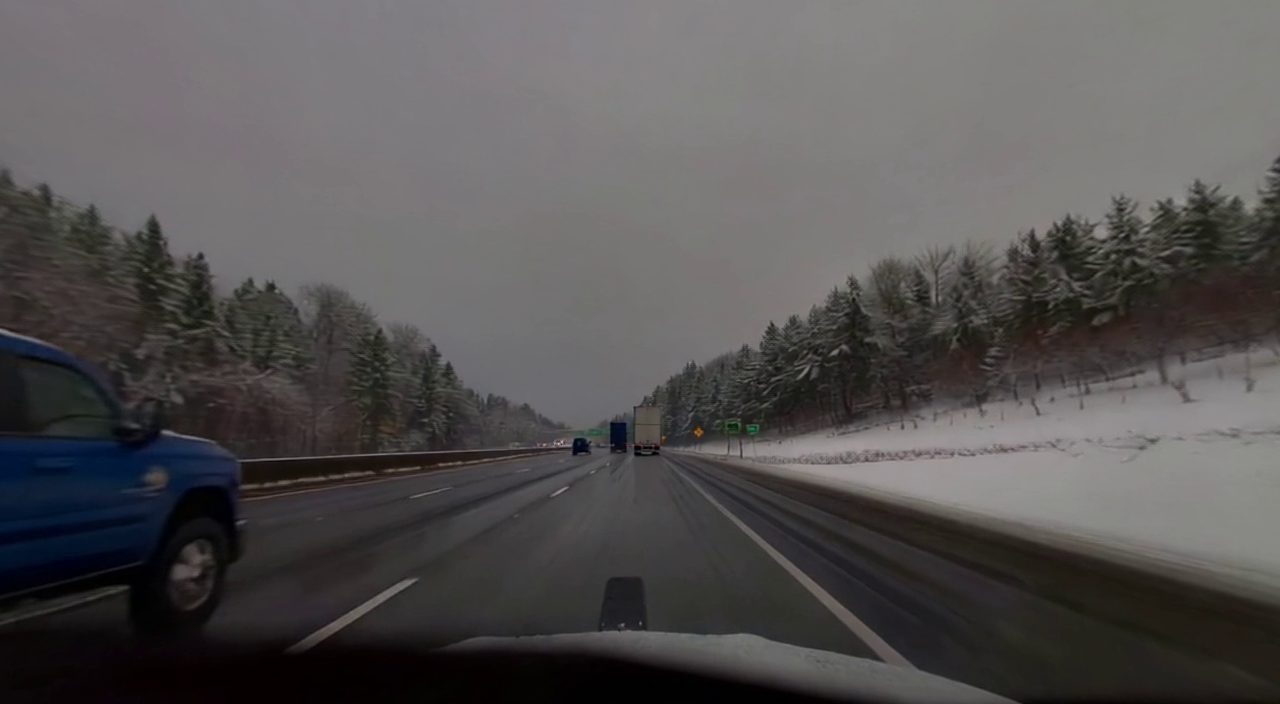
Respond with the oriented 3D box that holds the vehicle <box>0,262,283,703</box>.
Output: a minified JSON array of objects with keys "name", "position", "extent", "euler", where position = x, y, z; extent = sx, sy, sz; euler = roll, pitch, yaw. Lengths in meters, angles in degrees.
[{"name":"vehicle","position":[-4.119,0.538,1.739],"extent":[2.651,2.126,5.936],"euler":[0,-8,1]}]
